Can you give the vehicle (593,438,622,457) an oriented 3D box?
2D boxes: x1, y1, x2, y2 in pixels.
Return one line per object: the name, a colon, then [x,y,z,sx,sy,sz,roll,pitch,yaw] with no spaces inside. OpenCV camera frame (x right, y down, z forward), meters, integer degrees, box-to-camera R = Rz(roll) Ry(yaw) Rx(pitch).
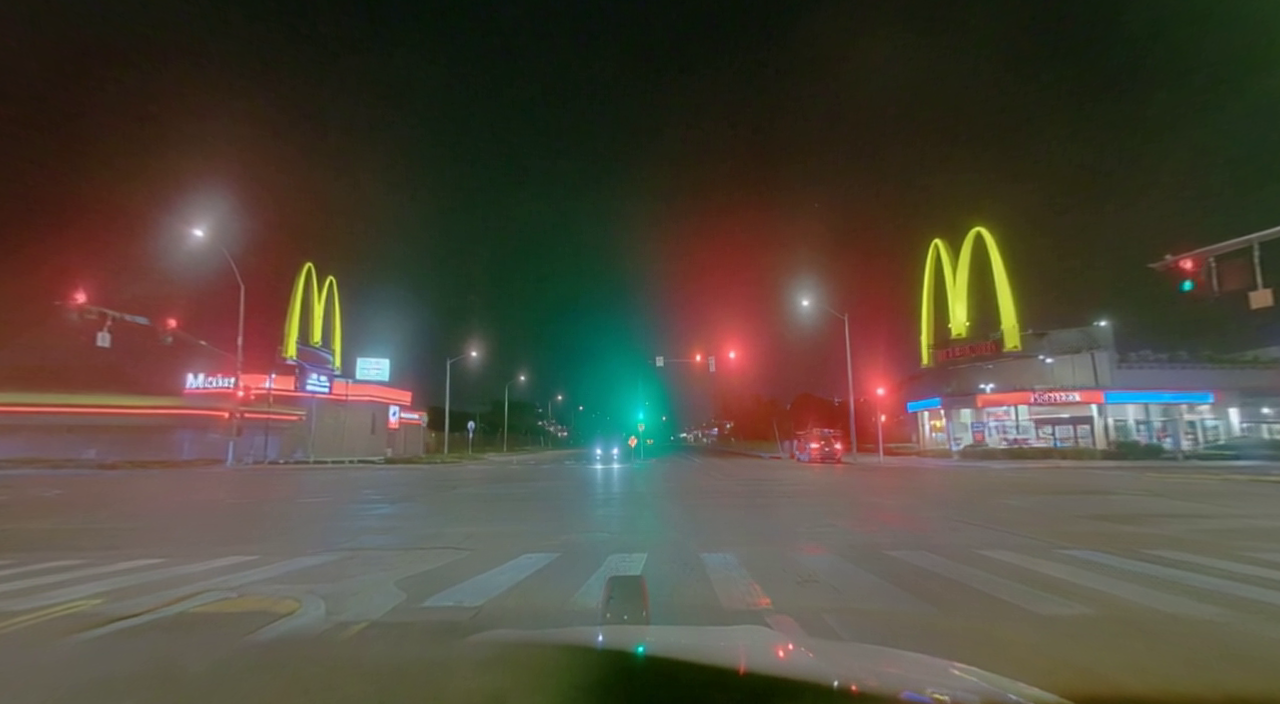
vehicle: [-2.515,7.561,49.961,2.104,1.468,4.195,0,-8,0]
